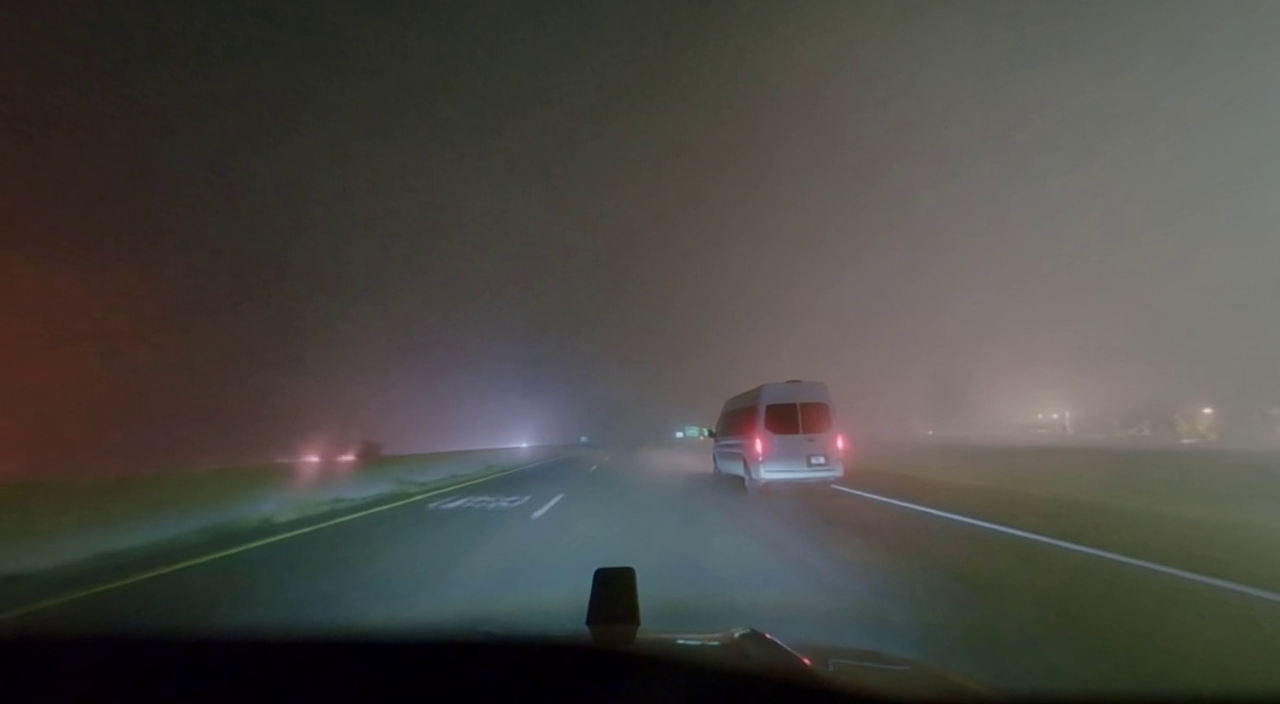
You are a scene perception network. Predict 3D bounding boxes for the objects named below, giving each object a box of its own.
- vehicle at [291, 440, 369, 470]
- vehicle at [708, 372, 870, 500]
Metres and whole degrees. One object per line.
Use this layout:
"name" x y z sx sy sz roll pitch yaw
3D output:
"vehicle" -16.052 5.322 32.848 1.921 1.433 4.304 0 -8 -1
"vehicle" 3.508 2.252 16.770 2.431 2.667 6.921 0 -8 -1
